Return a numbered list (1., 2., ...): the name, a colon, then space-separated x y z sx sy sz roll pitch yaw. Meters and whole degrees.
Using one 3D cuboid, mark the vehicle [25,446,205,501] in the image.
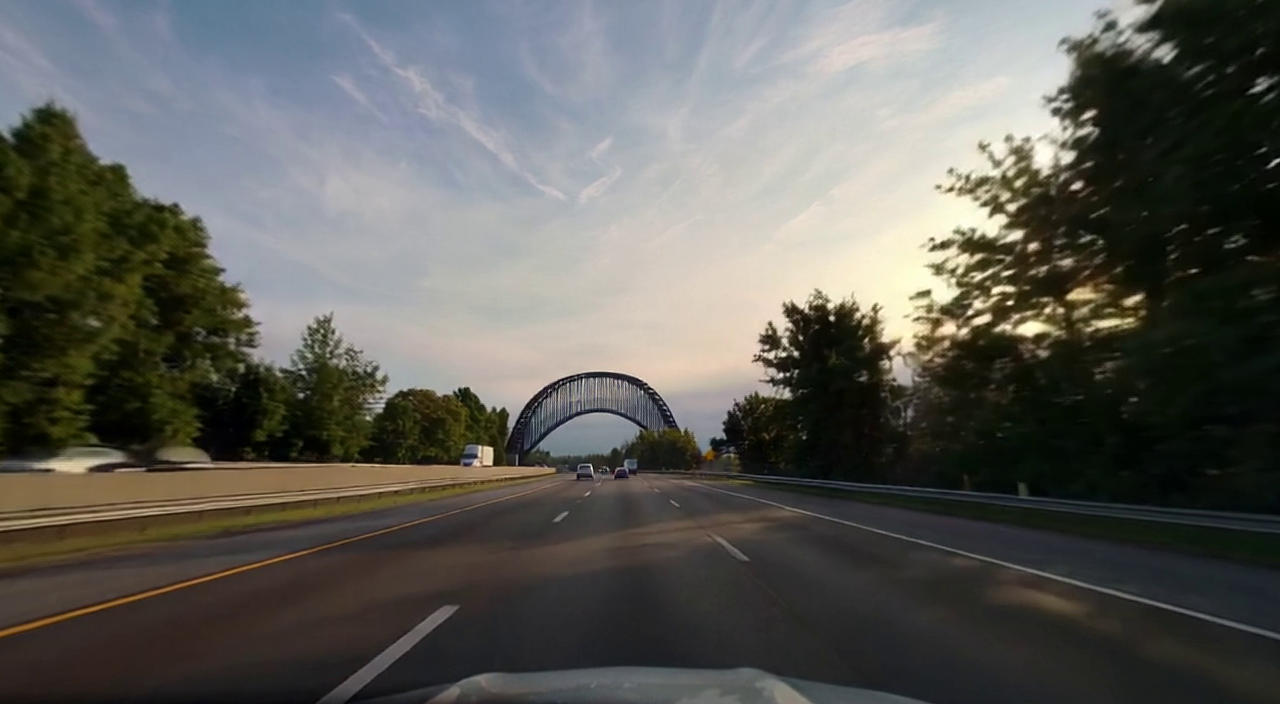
1. vehicle: -15.632 3.684 19.134 1.760 1.441 4.297 1 -11 -1
